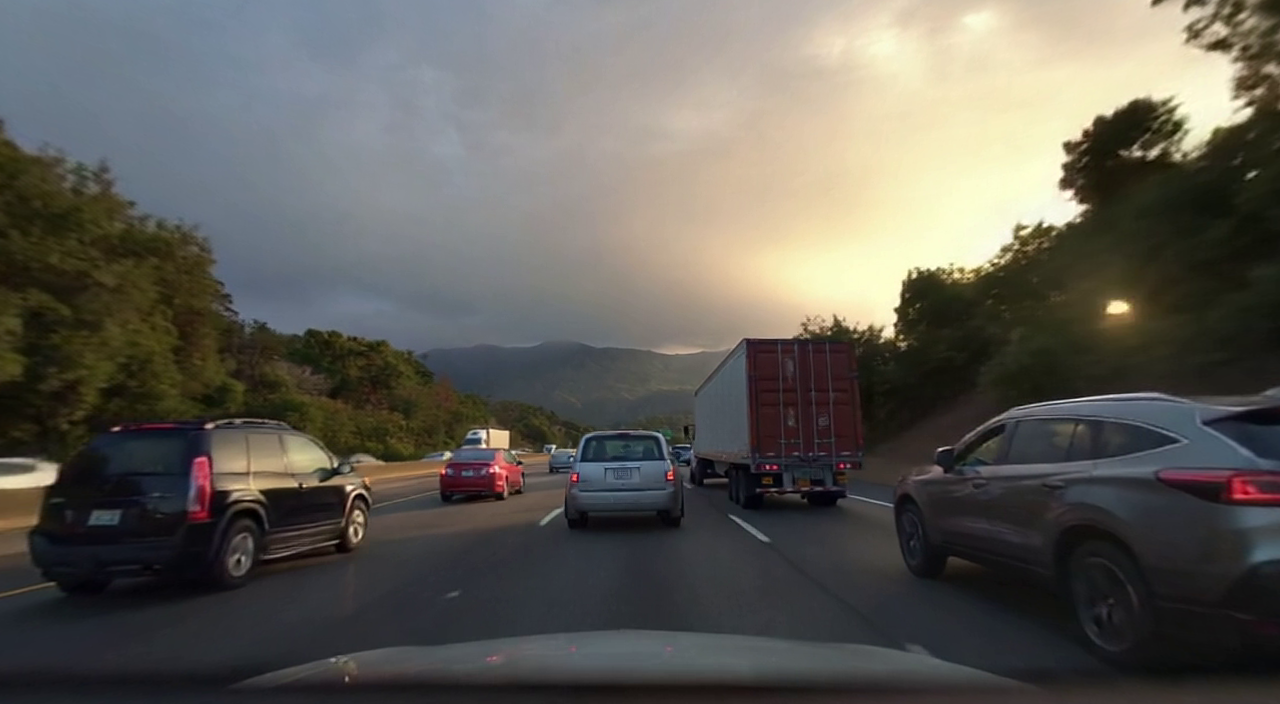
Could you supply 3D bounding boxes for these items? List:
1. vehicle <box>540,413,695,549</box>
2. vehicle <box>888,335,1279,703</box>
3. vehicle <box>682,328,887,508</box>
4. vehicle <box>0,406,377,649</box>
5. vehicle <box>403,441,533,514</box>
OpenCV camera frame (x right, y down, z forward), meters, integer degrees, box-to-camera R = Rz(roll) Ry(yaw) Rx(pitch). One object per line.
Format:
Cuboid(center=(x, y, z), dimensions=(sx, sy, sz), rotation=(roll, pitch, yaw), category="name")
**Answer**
Cuboid(center=(-0.311, 2.039, 10.516), dimensions=(2.037, 1.792, 4.194), rotation=(0, -9, 0), category="vehicle")
Cuboid(center=(3.657, 1.076, 4.225), dimensions=(2.076, 1.751, 4.666), rotation=(0, -9, 0), category="vehicle")
Cuboid(center=(3.786, 2.677, 22.153), dimensions=(3.186, 4.111, 15.553), rotation=(0, -9, -1), category="vehicle")
Cuboid(center=(-4.329, 1.477, 6.216), dimensions=(1.789, 1.620, 3.841), rotation=(0, -9, 0), category="vehicle")
Cuboid(center=(-3.968, 2.971, 15.401), dimensions=(1.923, 1.503, 4.293), rotation=(0, -9, 1), category="vehicle")
